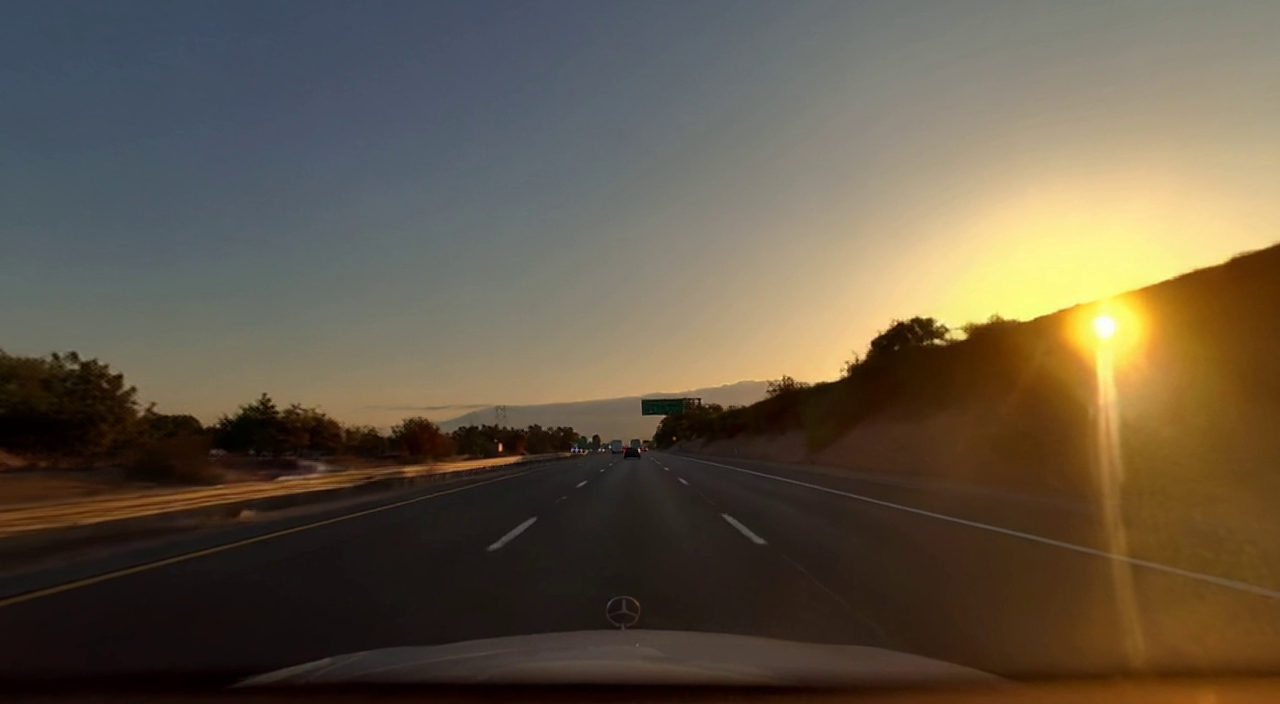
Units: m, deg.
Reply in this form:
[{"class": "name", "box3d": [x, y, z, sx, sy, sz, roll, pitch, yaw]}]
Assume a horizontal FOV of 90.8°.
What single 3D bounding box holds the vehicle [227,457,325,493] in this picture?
[{"class": "vehicle", "box3d": [-16.490, 5.566, 28.875, 1.870, 1.460, 4.357, 0, -9, 0]}]
